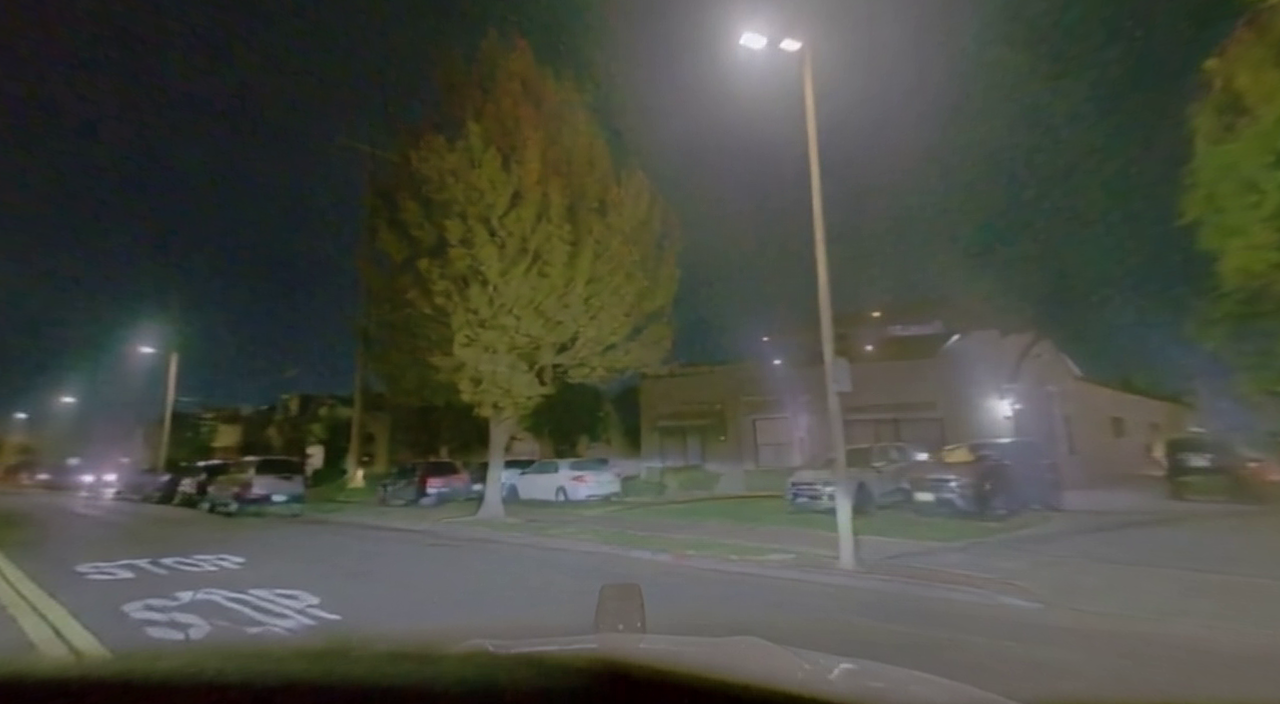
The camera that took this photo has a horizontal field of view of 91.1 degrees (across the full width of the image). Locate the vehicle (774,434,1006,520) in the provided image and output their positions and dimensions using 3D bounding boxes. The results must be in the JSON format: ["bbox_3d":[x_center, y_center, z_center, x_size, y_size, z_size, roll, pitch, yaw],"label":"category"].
[{"bbox_3d":[5.906,2.938,15.275,4.778,1.753,1.959,-8,-12,41],"label":"vehicle"}]

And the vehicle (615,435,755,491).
[{"bbox_3d":[2.713,7.151,41.061,9.384,3.230,2.928,-8,-12,43],"label":"vehicle"}]

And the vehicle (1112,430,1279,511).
[{"bbox_3d":[16.110,3.066,16.555,5.798,1.920,2.267,1,-9,-8],"label":"vehicle"}]

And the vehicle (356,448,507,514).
[{"bbox_3d":[-7.723,4.556,22.898,6.027,1.893,2.282,-6,-9,39],"label":"vehicle"}]

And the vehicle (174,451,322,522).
[{"bbox_3d":[-12.945,4.244,20.557,5.853,1.974,2.292,-8,-12,40],"label":"vehicle"}]
